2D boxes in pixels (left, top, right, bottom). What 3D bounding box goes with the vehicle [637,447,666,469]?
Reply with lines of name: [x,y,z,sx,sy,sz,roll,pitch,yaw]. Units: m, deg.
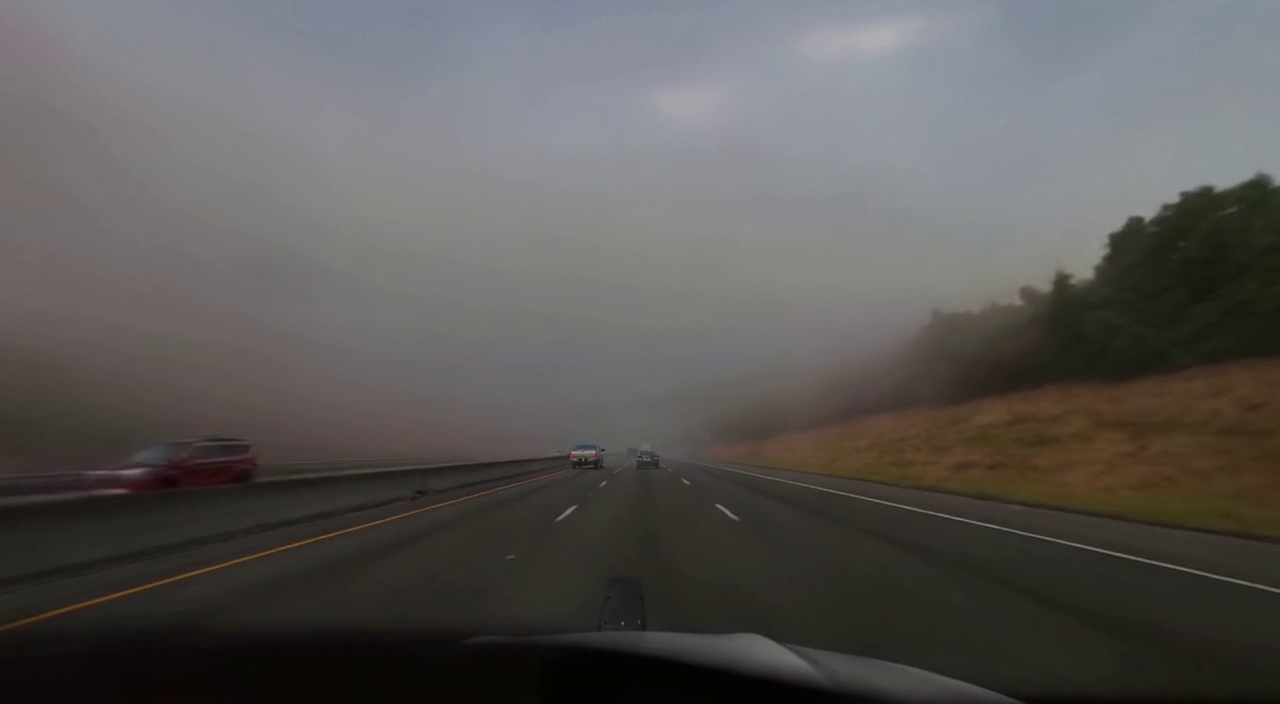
vehicle: [0.806,7.870,46.828,2.036,1.519,4.225,0,-9,0]

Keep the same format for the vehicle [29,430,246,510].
vehicle: [-13.375,3.151,17.296,2.072,1.878,4.726,0,-9,-1]

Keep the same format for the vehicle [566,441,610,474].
vehicle: [-2.934,6.129,36.641,2.143,1.770,4.283,0,-9,1]
